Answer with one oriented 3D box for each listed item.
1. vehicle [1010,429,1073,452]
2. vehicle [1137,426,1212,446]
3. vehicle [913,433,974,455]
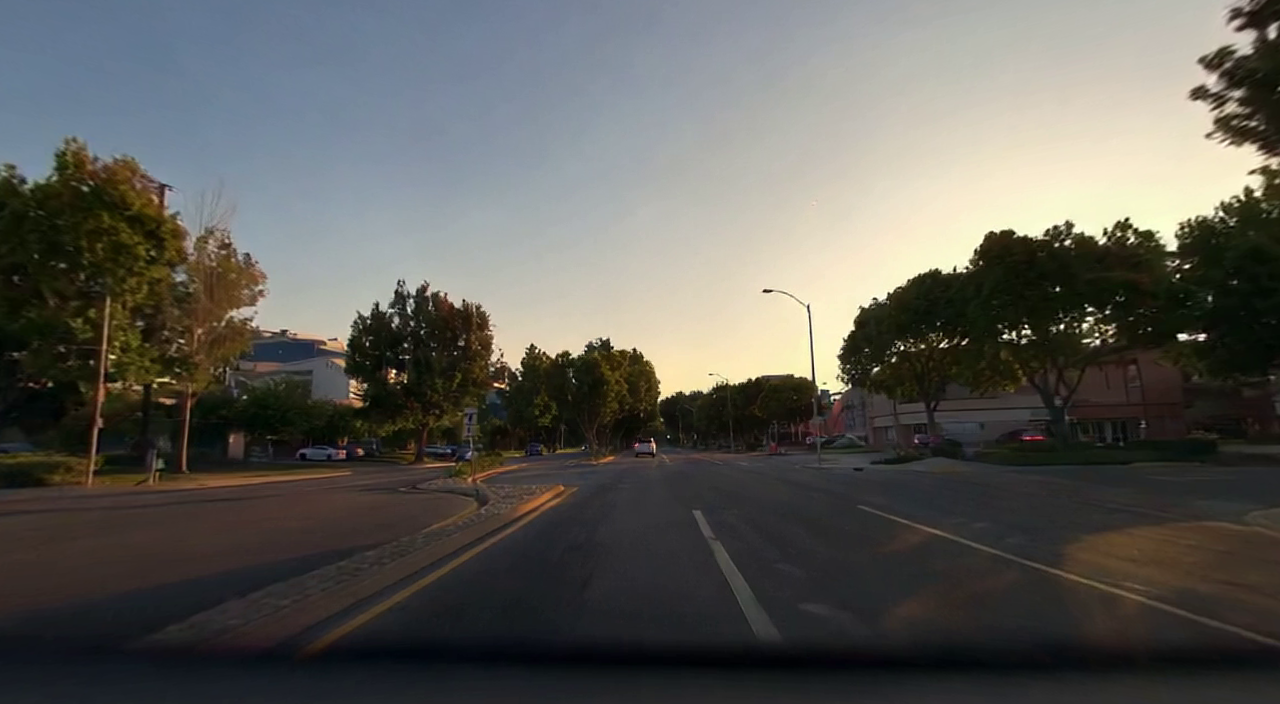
[{"bbox_3d":[29.937,6.627,47.114,1.854,1.604,4.333,0,-8,0],"label":"vehicle"},{"bbox_3d":[42.149,6.671,49.821,1.921,1.510,4.683,0,-8,2],"label":"vehicle"},{"bbox_3d":[22.474,6.844,46.920,2.009,1.533,5.047,0,-8,0],"label":"vehicle"}]
